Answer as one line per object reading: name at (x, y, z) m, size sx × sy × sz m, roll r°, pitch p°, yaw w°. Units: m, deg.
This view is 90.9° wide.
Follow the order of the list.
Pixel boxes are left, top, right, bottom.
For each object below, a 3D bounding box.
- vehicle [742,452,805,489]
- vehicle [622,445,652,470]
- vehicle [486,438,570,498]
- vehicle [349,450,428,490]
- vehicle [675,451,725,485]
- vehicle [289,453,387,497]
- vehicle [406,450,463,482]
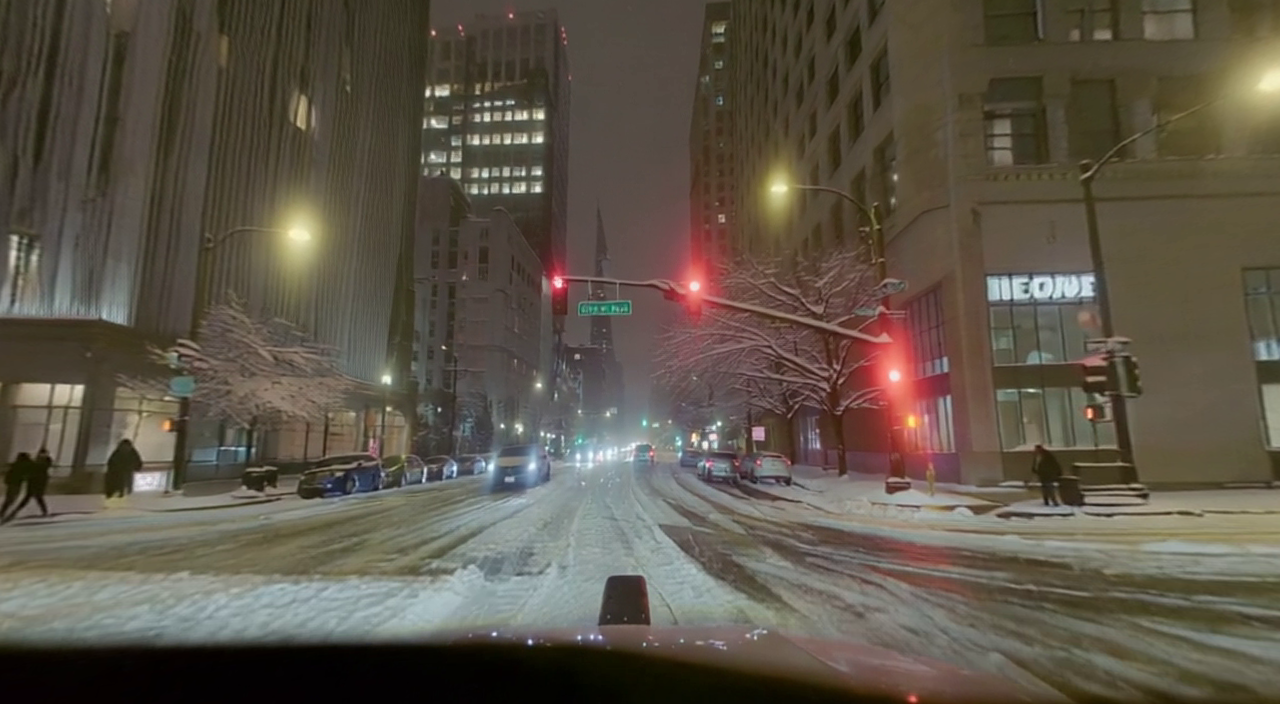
vehicle at (5.983, 5.342, 28.829) m, size 1.882 × 1.479 × 4.652 m, roll 0°, pitch -8°, yaw 0°
vehicle at (-0.194, 8.002, 48.076) m, size 2.165 × 1.749 × 4.078 m, roll 0°, pitch -8°, yaw 0°
vehicle at (-3.882, 4.038, 22.601) m, size 2.176 × 1.804 × 4.740 m, roll -2°, pitch -8°, yaw -1°
vehicle at (-12.547, 5.876, 31.821) m, size 1.938 × 1.729 × 4.628 m, roll -3°, pitch -8°, yaw 2°
vehicle at (2.742, 5.397, 29.561) m, size 1.919 × 1.371 × 3.583 m, roll 1°, pitch -8°, yaw -1°
vehicle at (-12.721, 5.177, 26.880) m, size 2.118 × 1.644 × 4.188 m, roll 0°, pitch -8°, yaw -1°
vehicle at (-12.287, 6.827, 37.992) m, size 1.854 × 1.727 × 4.426 m, roll 0°, pitch -8°, yaw 0°
